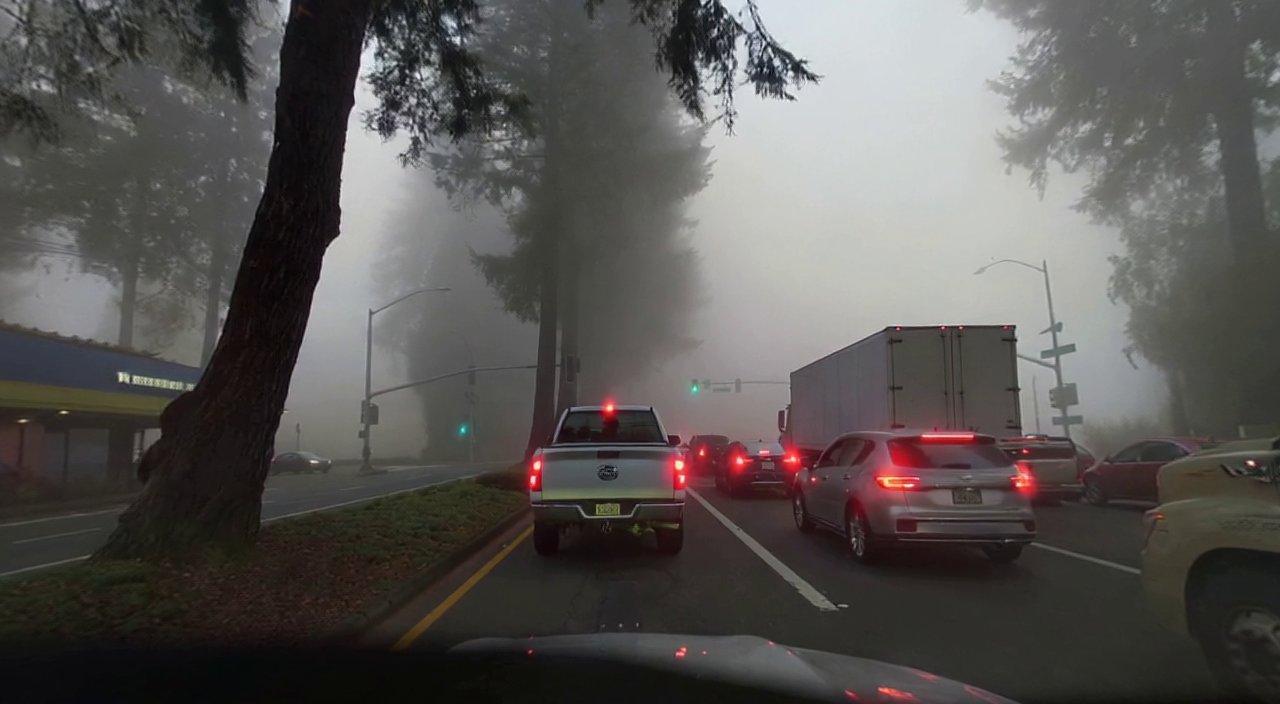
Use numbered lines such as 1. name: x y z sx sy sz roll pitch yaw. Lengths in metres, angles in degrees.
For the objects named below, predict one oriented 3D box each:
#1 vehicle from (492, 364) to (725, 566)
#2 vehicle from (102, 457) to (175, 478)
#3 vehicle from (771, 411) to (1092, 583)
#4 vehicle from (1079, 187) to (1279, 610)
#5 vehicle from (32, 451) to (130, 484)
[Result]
1. vehicle: -0.360 1.598 9.464 2.499 2.183 5.111 0 -9 0
2. vehicle: -38.188 8.793 48.126 4.150 1.474 1.826 -1 -9 6
3. vehicle: 3.230 1.729 8.431 1.905 1.587 4.998 0 -9 0
4. vehicle: 6.517 0.114 3.378 2.802 3.322 7.429 0 -9 -1
5. vehicle: -28.553 5.894 32.442 1.730 1.534 3.922 1 -9 -8
